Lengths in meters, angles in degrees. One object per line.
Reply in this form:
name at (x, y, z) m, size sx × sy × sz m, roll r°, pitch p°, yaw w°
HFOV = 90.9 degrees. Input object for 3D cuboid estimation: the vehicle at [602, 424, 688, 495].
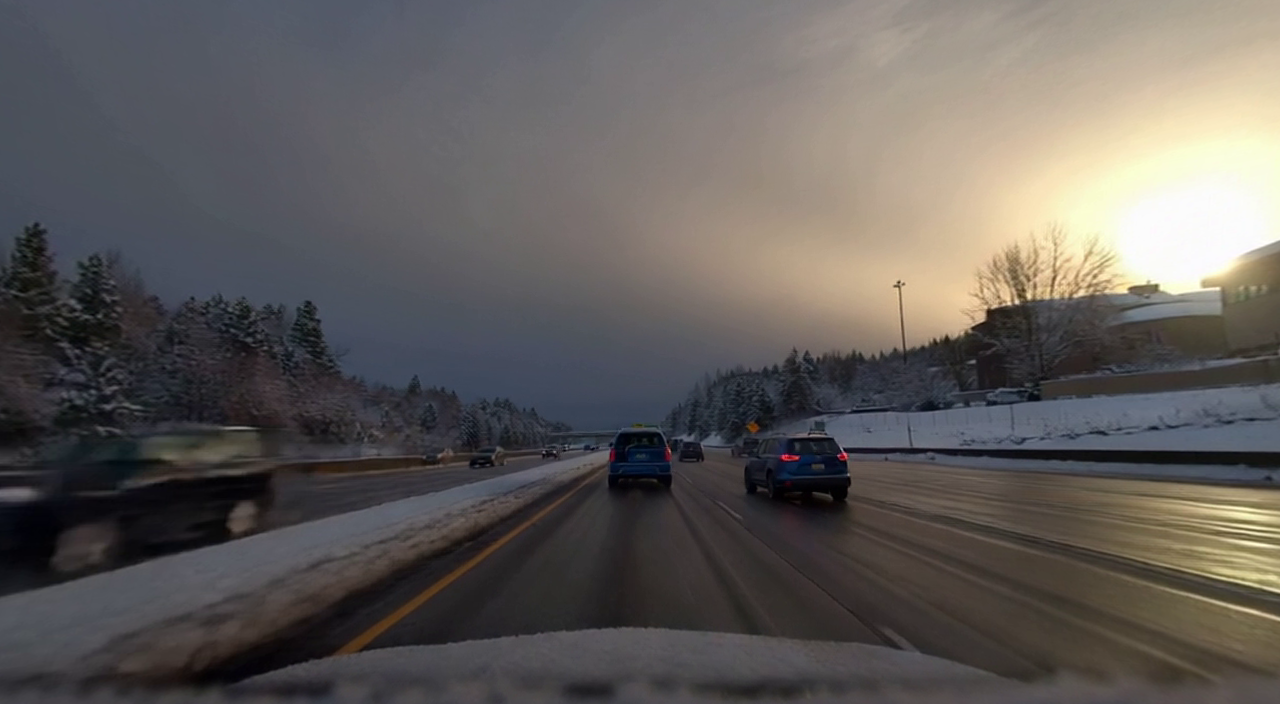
vehicle at (0.148, 3.206, 19.060) m, size 2.290 × 1.862 × 4.454 m, roll 0°, pitch -9°, yaw 0°

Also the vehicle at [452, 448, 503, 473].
vehicle at (-10.444, 7.008, 40.927) m, size 2.051 × 1.476 × 4.379 m, roll 0°, pitch -9°, yaw 1°

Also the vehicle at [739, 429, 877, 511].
vehicle at (3.641, 2.650, 14.565) m, size 2.042 × 1.592 × 4.047 m, roll 0°, pitch -9°, yaw 0°

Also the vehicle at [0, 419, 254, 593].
vehicle at (-7.118, 1.669, 7.368) m, size 2.201 × 1.622 × 4.716 m, roll 0°, pitch -9°, yaw 0°

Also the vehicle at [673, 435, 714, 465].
vehicle at (3.794, 7.113, 45.773) m, size 2.328 × 1.987 × 5.440 m, roll 0°, pitch -9°, yaw -2°
